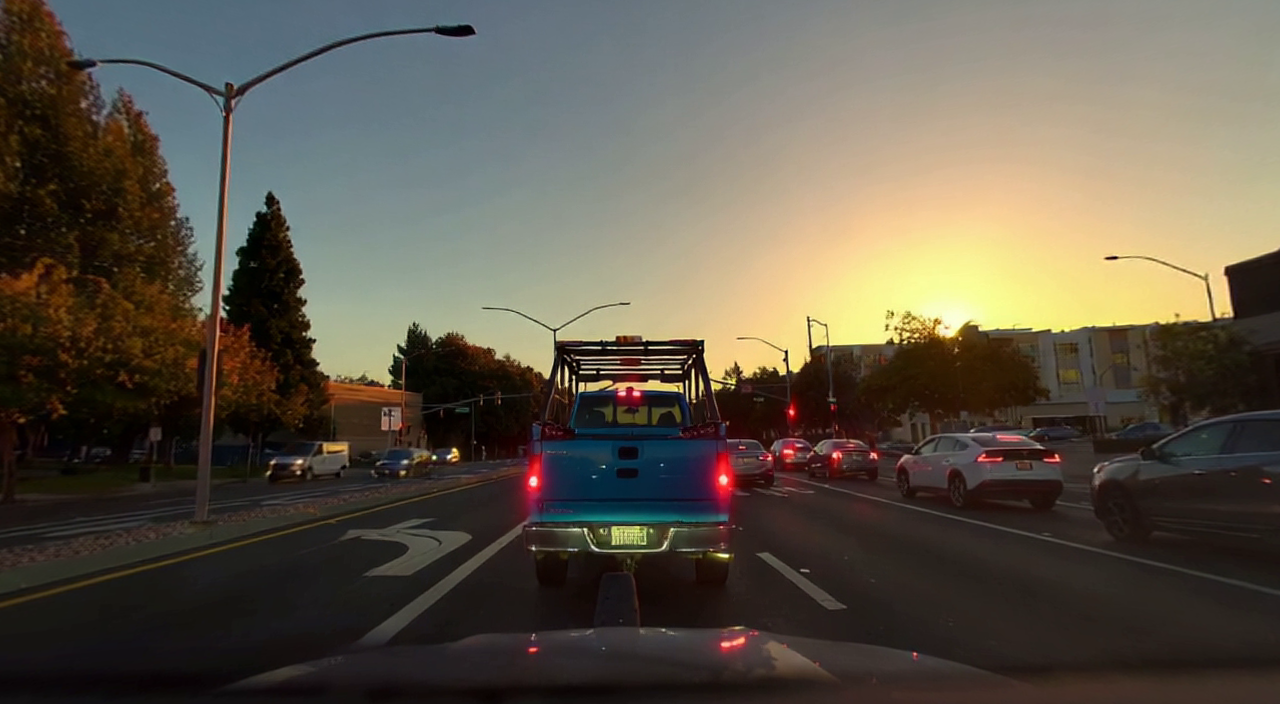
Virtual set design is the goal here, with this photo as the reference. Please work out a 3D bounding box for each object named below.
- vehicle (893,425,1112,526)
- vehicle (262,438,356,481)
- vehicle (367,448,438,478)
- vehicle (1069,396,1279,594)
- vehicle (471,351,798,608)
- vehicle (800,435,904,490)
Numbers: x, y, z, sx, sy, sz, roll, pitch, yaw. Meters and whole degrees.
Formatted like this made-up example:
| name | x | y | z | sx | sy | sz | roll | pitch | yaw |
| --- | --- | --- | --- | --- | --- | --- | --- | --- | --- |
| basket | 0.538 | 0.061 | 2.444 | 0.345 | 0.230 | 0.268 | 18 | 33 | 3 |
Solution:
| name | x | y | z | sx | sy | sz | roll | pitch | yaw |
| --- | --- | --- | --- | --- | --- | --- | --- | --- | --- |
| vehicle | 7.066 | 2.436 | 12.974 | 1.931 | 1.692 | 4.267 | 0 | -9 | 0 |
| vehicle | -19.220 | 6.255 | 37.080 | 2.700 | 2.296 | 5.270 | 0 | -9 | -1 |
| vehicle | -12.523 | 5.847 | 33.654 | 1.983 | 1.449 | 4.501 | 0 | -9 | 0 |
| vehicle | 6.813 | 1.361 | 6.171 | 2.023 | 1.771 | 4.488 | 0 | -9 | 0 |
| vehicle | -0.095 | 1.467 | 8.159 | 2.682 | 2.117 | 5.706 | 0 | -9 | -1 |
| vehicle | 7.068 | 3.731 | 21.607 | 1.953 | 1.665 | 4.327 | 0 | -9 | -2 |
